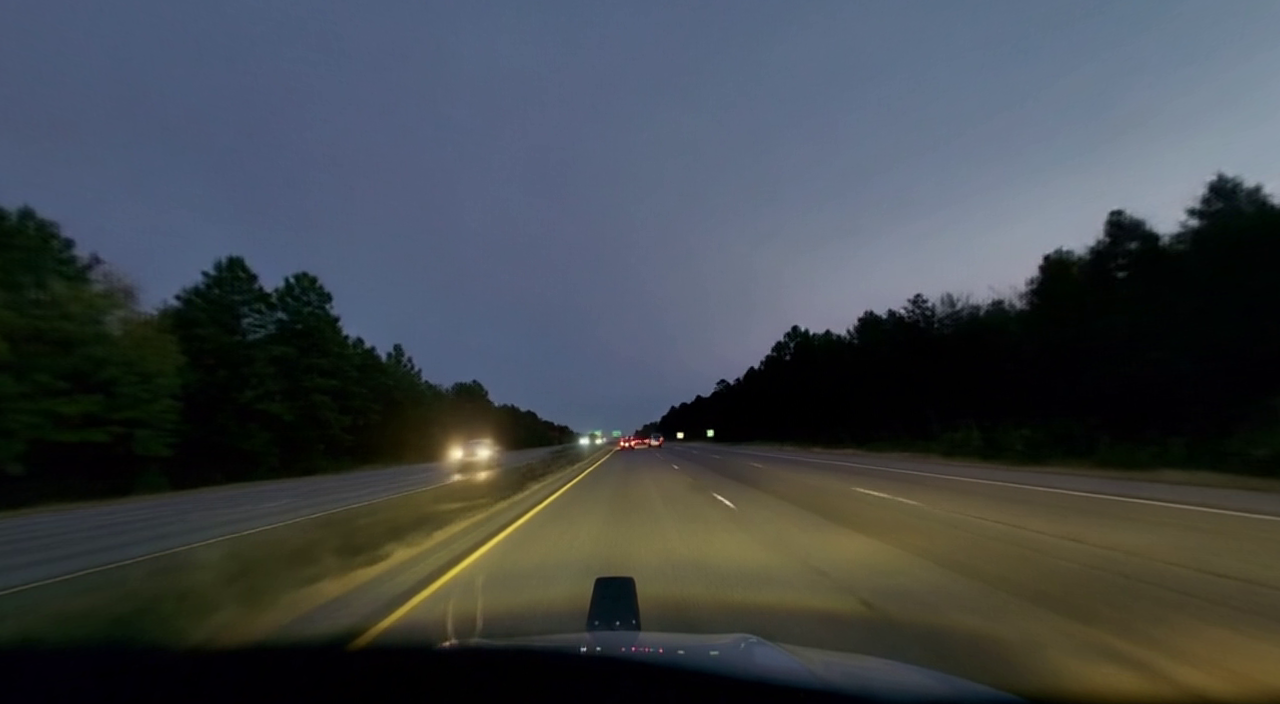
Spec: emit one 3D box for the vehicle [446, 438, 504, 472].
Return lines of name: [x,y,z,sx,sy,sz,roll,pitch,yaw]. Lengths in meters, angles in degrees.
vehicle: [-9.741,6.059,37.500,2.083,1.878,5.006,0,-8,0]
